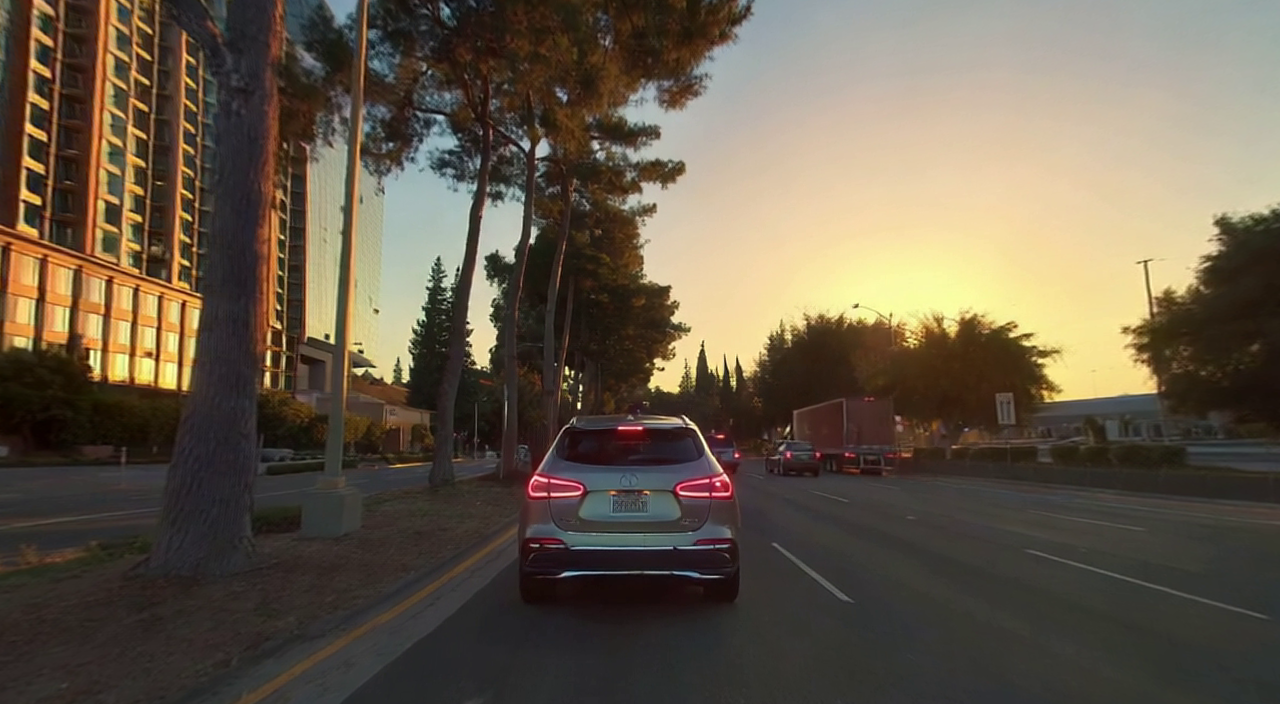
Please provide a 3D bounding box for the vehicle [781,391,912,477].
[{"bbox_3d":[10.876,4.646,34.888,3.025,3.993,11.243,0,-9,-2],"label":"vehicle"}]

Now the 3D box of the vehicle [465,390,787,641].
[{"bbox_3d":[-0.111,1.409,6.365,2.172,1.694,4.055,0,-8,-1],"label":"vehicle"}]

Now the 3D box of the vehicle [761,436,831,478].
[{"bbox_3d":[7.275,4.946,29.818,2.024,1.810,4.807,0,-8,-1],"label":"vehicle"}]
